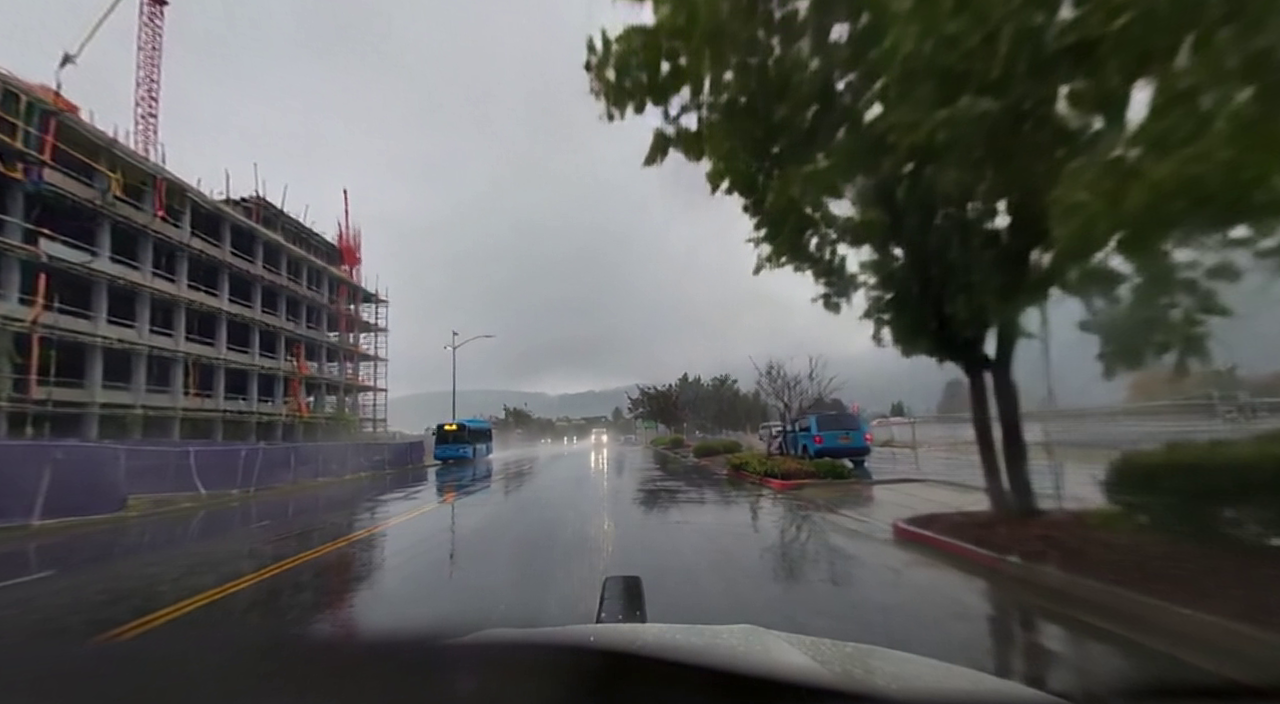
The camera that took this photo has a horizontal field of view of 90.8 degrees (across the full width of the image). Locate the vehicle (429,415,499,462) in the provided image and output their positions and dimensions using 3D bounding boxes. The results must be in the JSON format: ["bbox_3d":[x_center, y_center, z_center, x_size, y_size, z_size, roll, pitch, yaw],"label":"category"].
[{"bbox_3d":[-11.455,5.728,41.809,2.979,2.803,5.962,-1,-8,-1],"label":"vehicle"}]

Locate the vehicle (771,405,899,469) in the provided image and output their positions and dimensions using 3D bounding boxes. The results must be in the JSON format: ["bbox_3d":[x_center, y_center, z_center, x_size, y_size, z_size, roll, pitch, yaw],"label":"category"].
[{"bbox_3d":[6.531,3.009,22.091,2.267,1.911,5.816,1,-8,-4],"label":"vehicle"}]
